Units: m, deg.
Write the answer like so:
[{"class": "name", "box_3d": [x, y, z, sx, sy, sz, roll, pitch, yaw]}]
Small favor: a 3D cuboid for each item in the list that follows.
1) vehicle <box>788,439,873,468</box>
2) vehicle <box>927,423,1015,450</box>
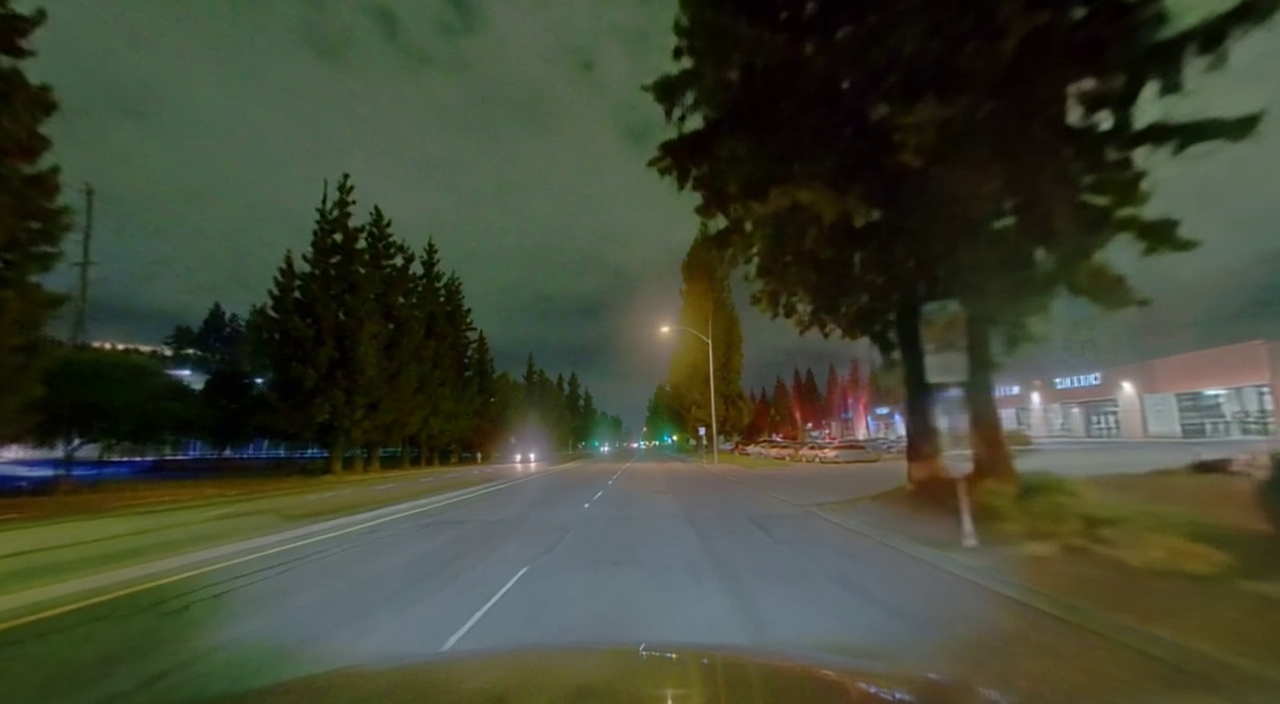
[{"class": "vehicle", "box_3d": [11.225, 6.040, 37.393, 4.361, 1.462, 1.857, -3, -11, 1]}, {"class": "vehicle", "box_3d": [22.769, 5.831, 43.507, 4.759, 1.564, 2.117, -3, -7, 0]}]
